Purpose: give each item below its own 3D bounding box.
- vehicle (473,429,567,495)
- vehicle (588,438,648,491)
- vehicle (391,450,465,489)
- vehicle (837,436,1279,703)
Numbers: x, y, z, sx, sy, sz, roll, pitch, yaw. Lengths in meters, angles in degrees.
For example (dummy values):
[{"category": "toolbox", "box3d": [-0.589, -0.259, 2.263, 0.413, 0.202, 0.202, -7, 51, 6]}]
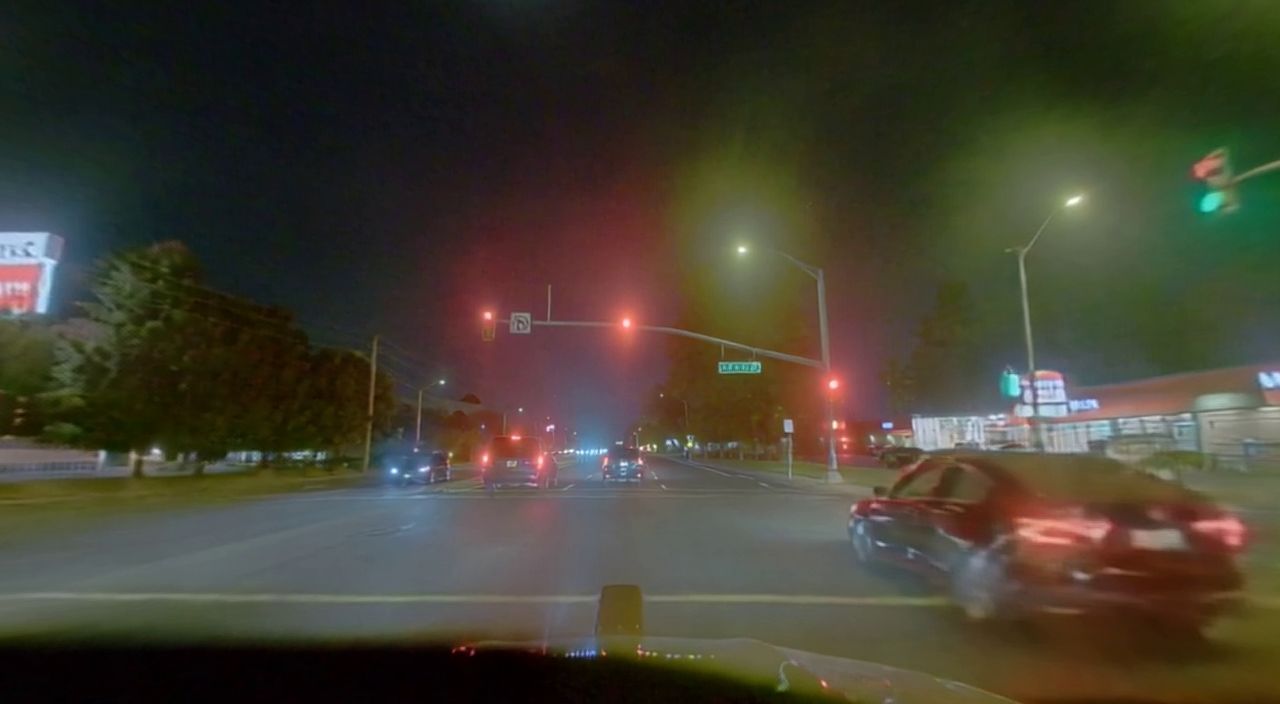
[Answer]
[{"category": "vehicle", "box3d": [-4.024, 3.826, 22.330, 2.252, 1.999, 5.605, 0, -9, 0]}, {"category": "vehicle", "box3d": [-0.775, 4.189, 23.872, 2.061, 1.809, 4.141, 0, -9, -1]}, {"category": "vehicle", "box3d": [-9.302, 5.142, 28.095, 1.867, 1.427, 4.371, -3, -8, -1]}, {"category": "vehicle", "box3d": [3.635, 1.538, 5.717, 2.207, 1.447, 4.418, 0, -9, -1]}]
